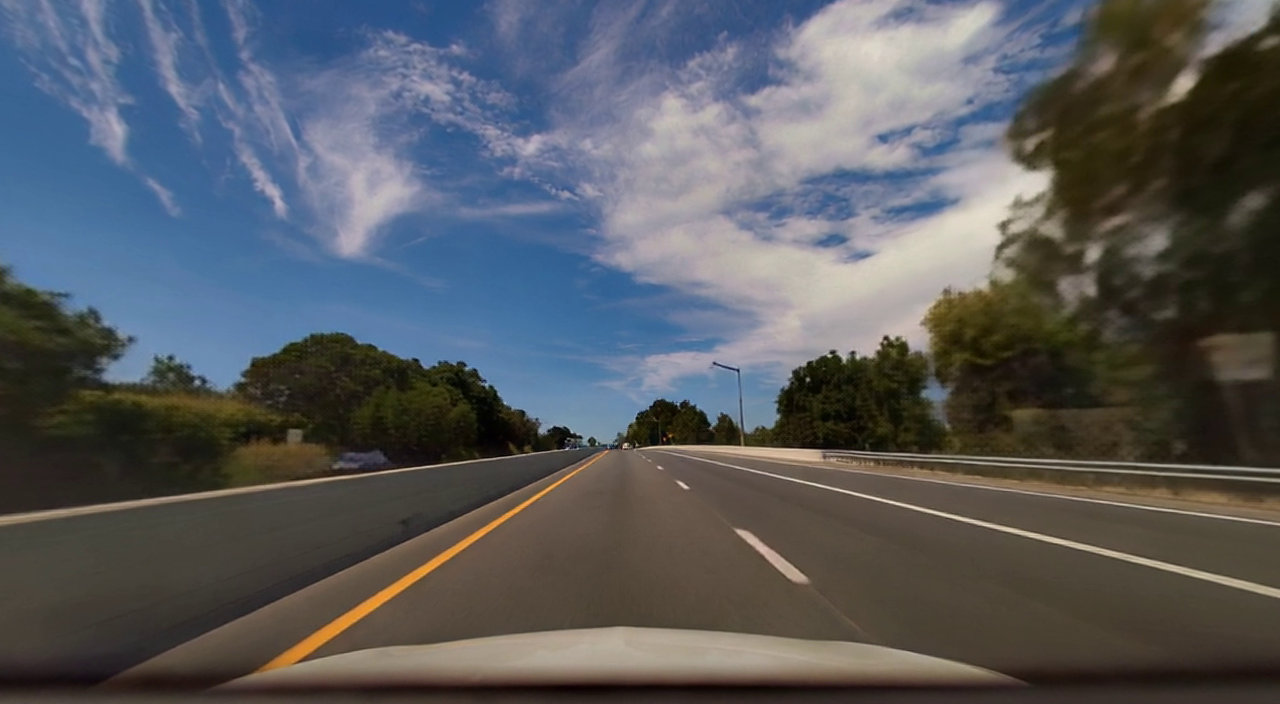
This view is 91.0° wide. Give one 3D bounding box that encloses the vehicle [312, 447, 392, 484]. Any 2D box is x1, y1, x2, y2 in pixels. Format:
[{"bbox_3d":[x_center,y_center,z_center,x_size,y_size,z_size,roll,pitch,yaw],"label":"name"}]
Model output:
[{"bbox_3d":[-13.570,5.350,29.941,1.990,1.551,3.957,0,-8,-2],"label":"vehicle"}]
